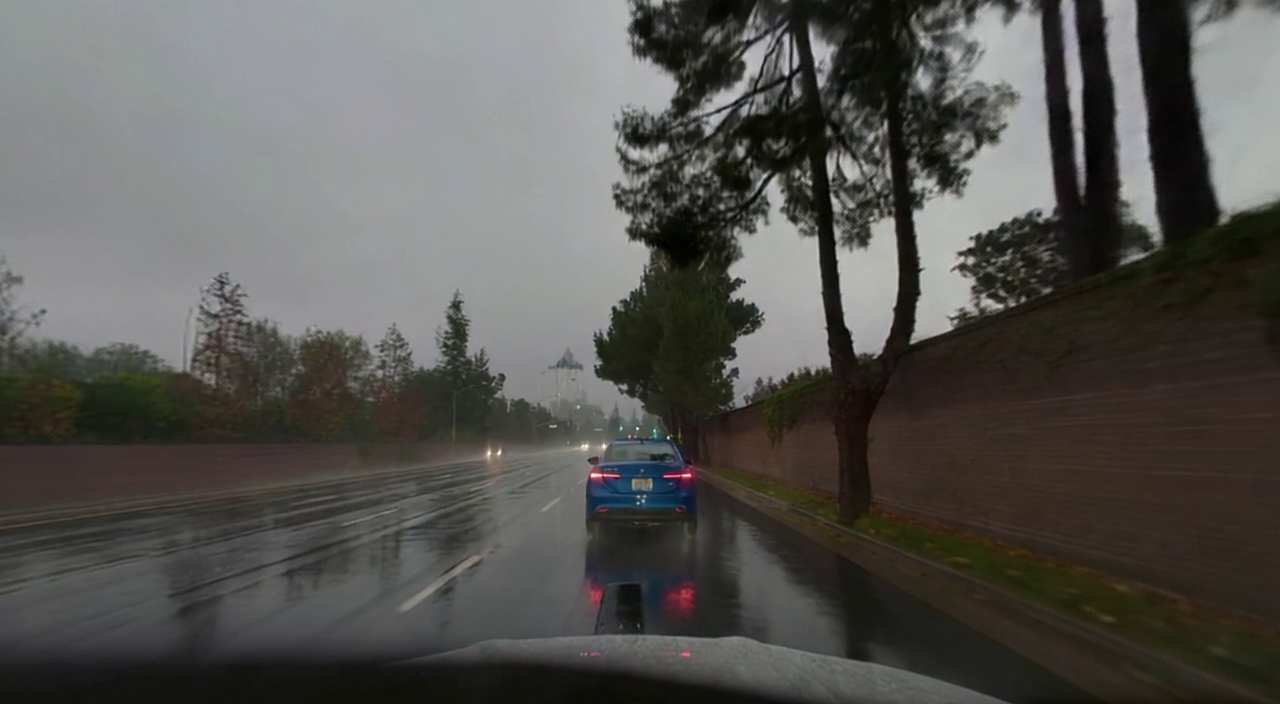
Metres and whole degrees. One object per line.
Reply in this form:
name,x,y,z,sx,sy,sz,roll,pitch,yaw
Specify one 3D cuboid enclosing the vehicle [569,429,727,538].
vehicle,0.069,2.154,11.016,2.205,1.509,4.272,0,-8,-1
